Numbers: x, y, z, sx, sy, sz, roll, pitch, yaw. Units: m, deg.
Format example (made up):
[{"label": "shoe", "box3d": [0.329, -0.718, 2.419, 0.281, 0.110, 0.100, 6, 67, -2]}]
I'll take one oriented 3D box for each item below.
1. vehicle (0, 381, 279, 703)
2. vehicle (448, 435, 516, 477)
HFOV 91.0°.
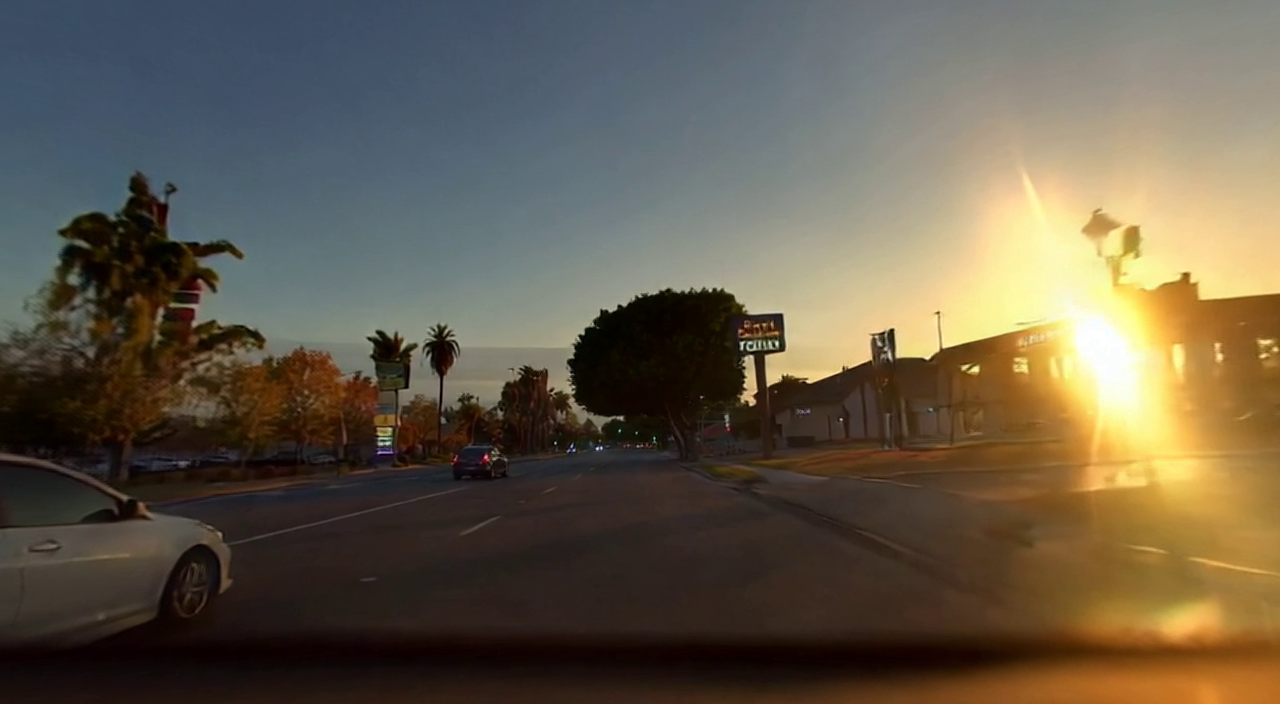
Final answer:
[{"label": "vehicle", "box3d": [-4.201, 1.024, 3.376, 2.041, 1.666, 4.182, 0, -8, -1]}, {"label": "vehicle", "box3d": [-7.516, 4.992, 30.408, 2.136, 1.844, 4.363, 0, -8, 1]}]
